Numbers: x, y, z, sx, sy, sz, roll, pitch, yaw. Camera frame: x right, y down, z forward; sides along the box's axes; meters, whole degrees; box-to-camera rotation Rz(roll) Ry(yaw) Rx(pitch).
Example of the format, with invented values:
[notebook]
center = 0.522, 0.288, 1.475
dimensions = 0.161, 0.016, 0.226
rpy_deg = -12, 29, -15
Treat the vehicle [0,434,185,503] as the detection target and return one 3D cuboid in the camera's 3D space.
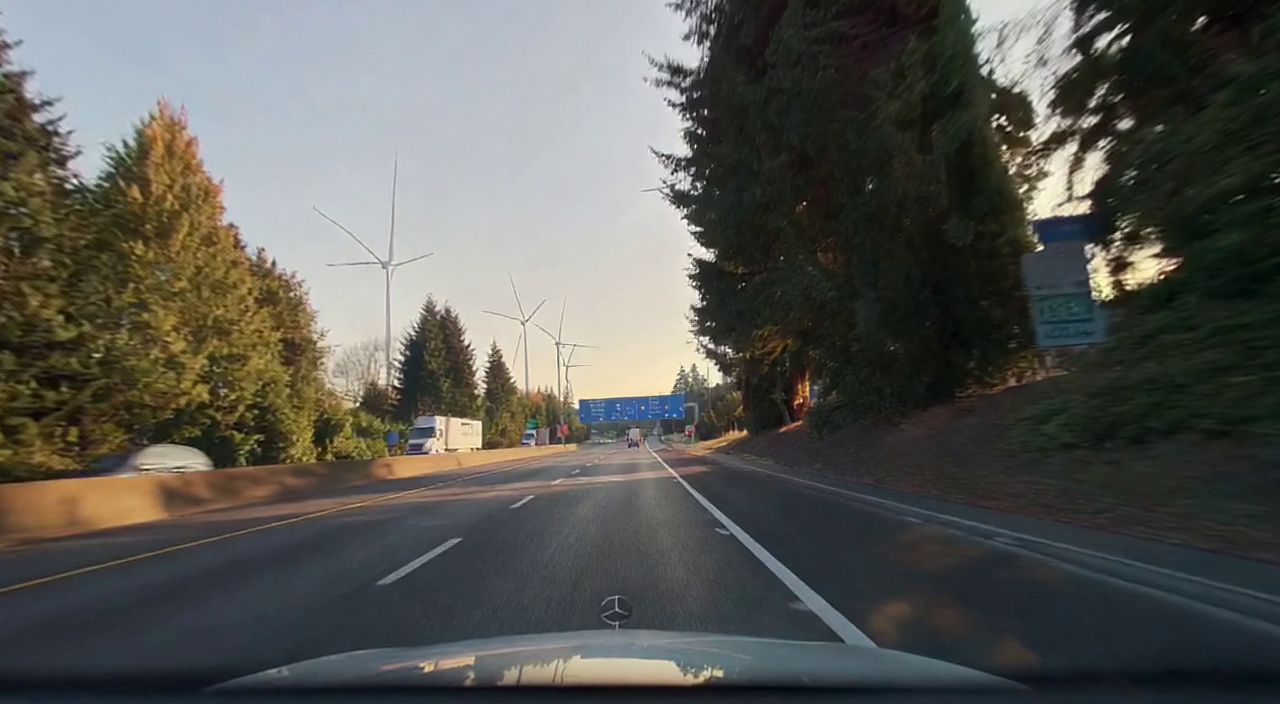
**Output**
[vehicle]
center = -13.282, 2.737, 15.206
dimensions = 1.837, 1.432, 3.770
rpy_deg = 0, -8, -2
